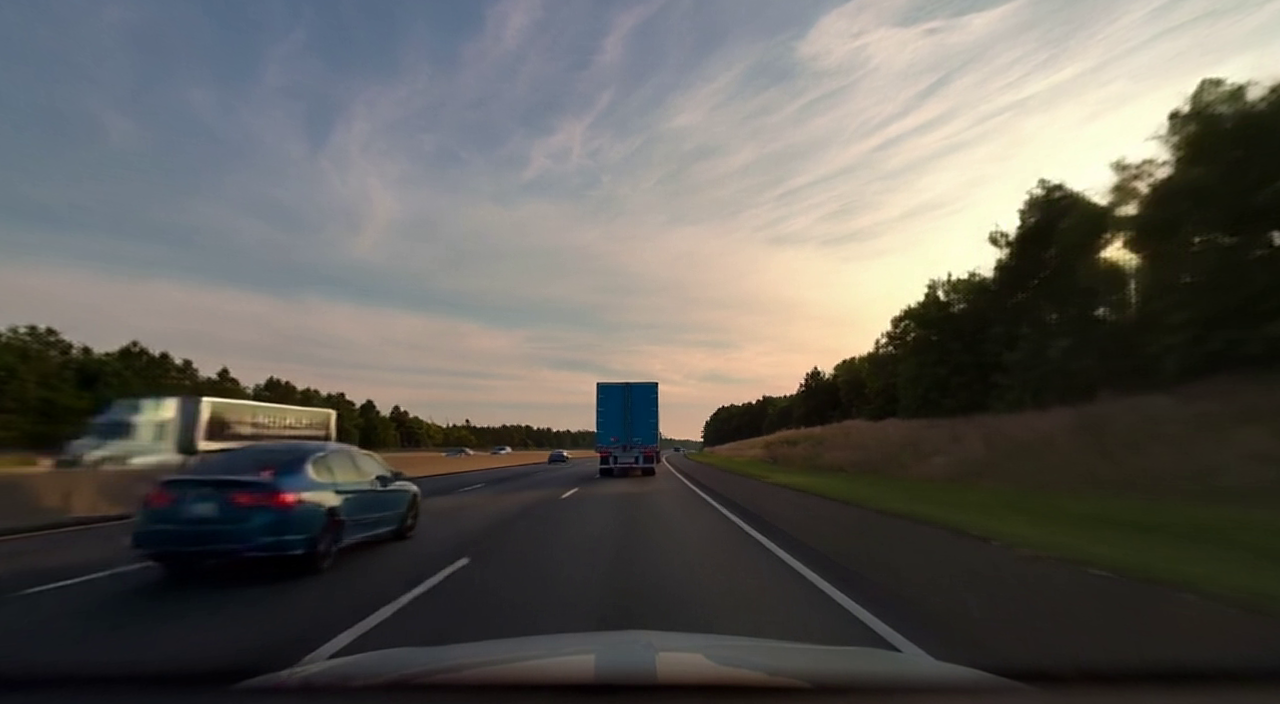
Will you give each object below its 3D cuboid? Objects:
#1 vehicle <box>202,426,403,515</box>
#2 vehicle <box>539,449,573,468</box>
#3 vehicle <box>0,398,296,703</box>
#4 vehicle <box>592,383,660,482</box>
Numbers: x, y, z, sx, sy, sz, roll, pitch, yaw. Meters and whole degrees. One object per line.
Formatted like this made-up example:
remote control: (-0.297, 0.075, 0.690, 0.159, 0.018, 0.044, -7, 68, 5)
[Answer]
vehicle: (-7.564, 2.703, 14.848, 2.092, 1.742, 4.691, 0, -9, 1)
vehicle: (-6.632, 8.407, 49.905, 1.967, 1.420, 4.473, 0, -9, 1)
vehicle: (-3.452, 0.871, 2.106, 2.092, 1.465, 4.448, 0, -9, 0)
vehicle: (-0.419, 4.446, 33.610, 2.851, 4.098, 14.436, -1, -9, 1)
